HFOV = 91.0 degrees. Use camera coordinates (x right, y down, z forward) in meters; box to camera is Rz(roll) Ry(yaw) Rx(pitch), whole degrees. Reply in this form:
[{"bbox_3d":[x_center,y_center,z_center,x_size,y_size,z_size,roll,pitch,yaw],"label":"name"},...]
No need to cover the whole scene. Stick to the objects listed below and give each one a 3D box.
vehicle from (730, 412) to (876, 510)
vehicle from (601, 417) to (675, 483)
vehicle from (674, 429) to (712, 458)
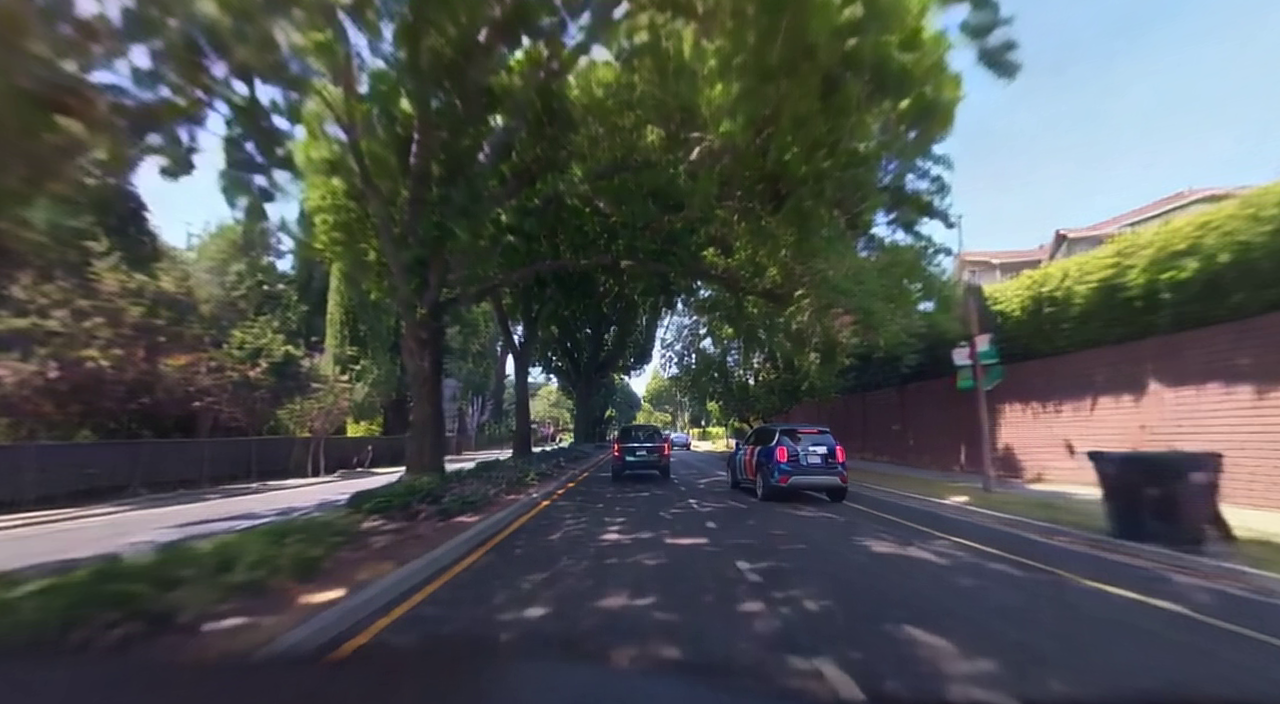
[{"bbox_3d":[3.172,2.233,13.209,1.840,1.709,4.202,0,-8,-1],"label":"vehicle"},{"bbox_3d":[-0.083,2.884,18.677,1.984,1.777,3.148,0,-8,-1],"label":"vehicle"},{"bbox_3d":[3.164,5.552,38.196,1.863,1.610,3.726,0,-8,-1],"label":"vehicle"}]
